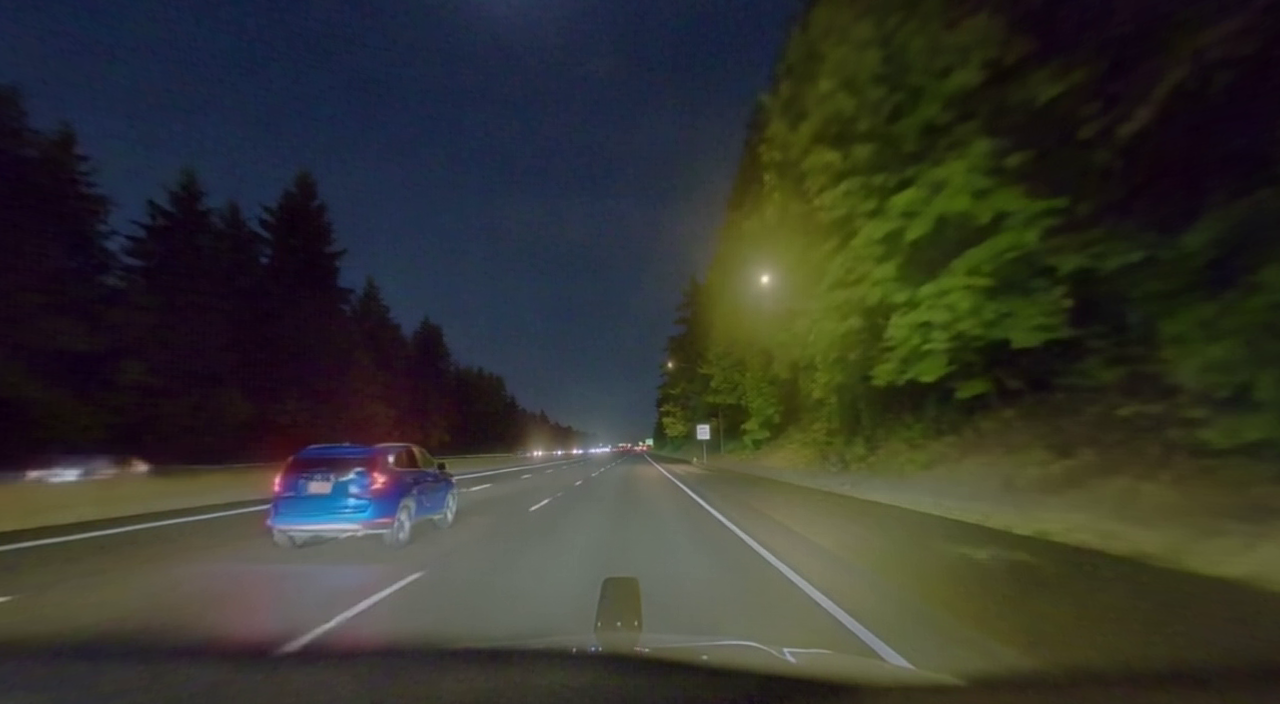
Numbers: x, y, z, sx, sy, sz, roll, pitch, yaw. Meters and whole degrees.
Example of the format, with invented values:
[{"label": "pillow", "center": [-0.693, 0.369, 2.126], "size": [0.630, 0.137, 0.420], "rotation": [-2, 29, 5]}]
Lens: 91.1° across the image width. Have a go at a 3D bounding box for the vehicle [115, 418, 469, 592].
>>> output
[{"label": "vehicle", "center": [-3.902, 1.789, 8.176], "size": [2.104, 1.626, 4.283], "rotation": [0, -9, 0]}]
